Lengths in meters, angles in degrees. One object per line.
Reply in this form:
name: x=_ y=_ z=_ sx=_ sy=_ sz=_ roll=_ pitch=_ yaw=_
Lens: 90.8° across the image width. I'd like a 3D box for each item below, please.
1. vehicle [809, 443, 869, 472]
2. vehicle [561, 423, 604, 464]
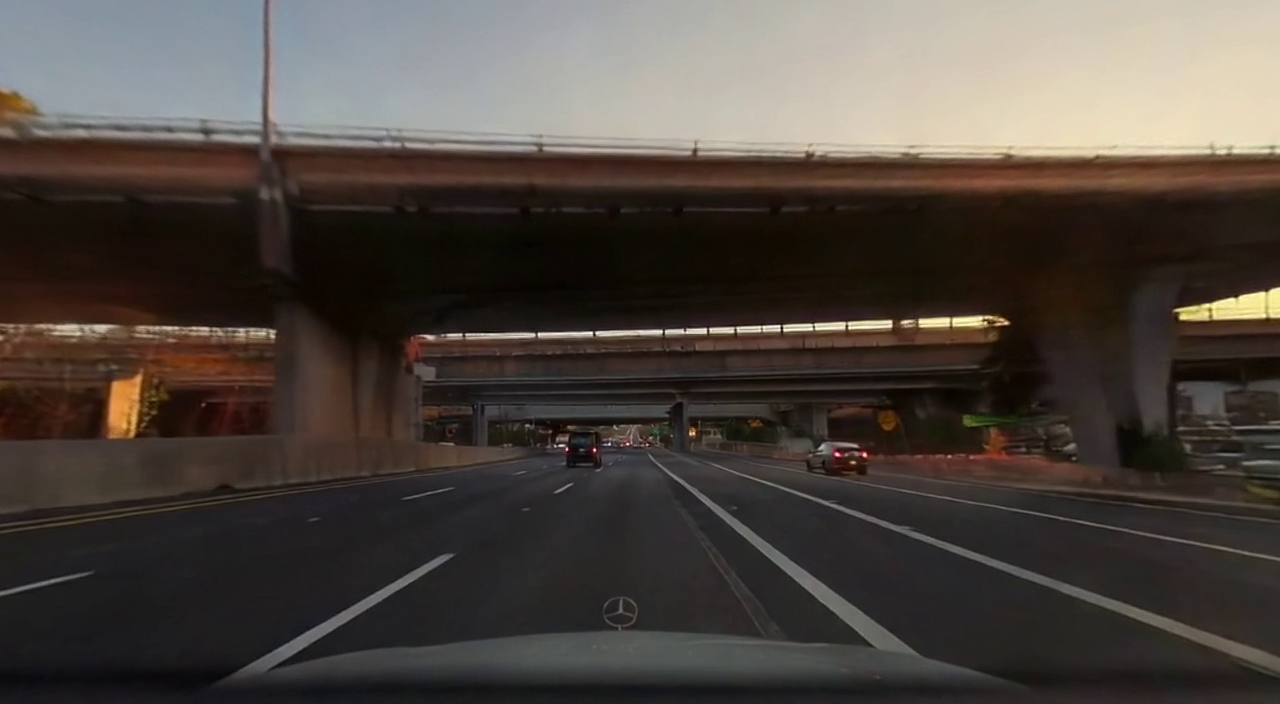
vehicle: x=11.014 y=5.869 z=35.245 sx=2.035 sy=1.491 sz=4.246 roll=0 pitch=-9 yaw=1
vehicle: x=-4.284 y=7.055 z=48.678 sx=2.881 sy=2.937 sz=7.045 roll=0 pitch=-9 yaw=-2
